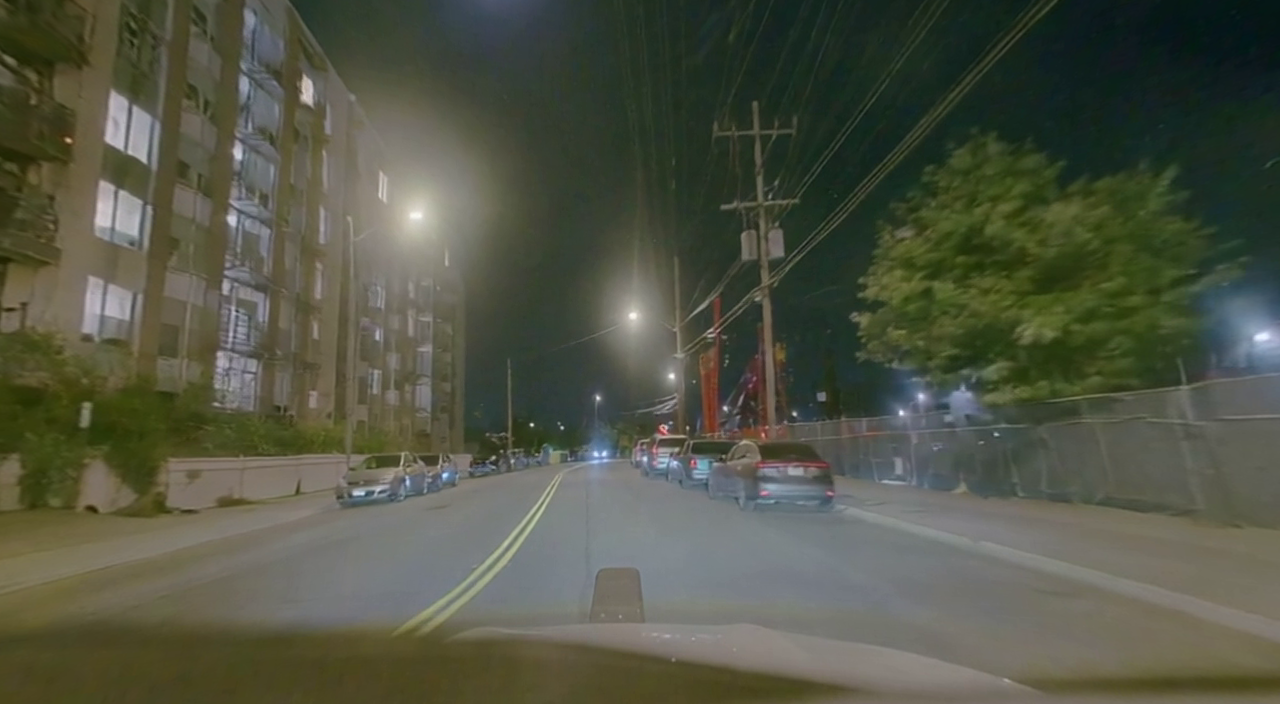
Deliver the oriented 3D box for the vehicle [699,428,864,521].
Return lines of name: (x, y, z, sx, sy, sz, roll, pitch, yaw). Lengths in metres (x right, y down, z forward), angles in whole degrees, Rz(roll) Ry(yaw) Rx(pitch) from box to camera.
vehicle: (2.727, 2.500, 13.533, 1.976, 1.588, 4.968, 1, -8, -5)

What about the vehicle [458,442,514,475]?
vehicle: (-9.606, 6.645, 39.701, 2.194, 1.861, 5.725, 0, -8, -1)

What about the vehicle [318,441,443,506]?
vehicle: (-7.713, 3.717, 19.312, 1.996, 1.578, 4.806, -4, -10, -3)
